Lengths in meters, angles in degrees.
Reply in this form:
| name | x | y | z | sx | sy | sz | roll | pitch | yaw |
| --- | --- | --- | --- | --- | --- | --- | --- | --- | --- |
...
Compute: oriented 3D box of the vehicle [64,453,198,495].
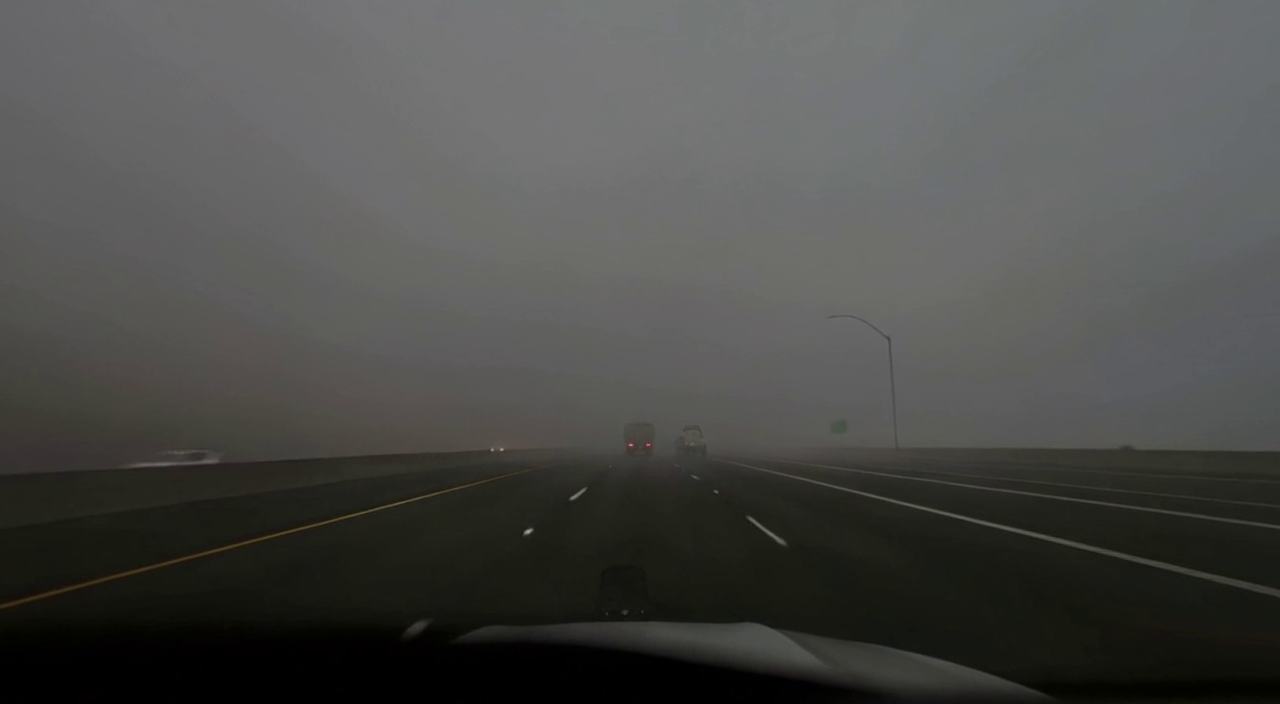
| name | x | y | z | sx | sy | sz | roll | pitch | yaw |
| --- | --- | --- | --- | --- | --- | --- | --- | --- | --- |
| vehicle | -20.403 | 4.886 | 25.574 | 1.831 | 1.468 | 4.299 | 0 | -8 | 0 |
